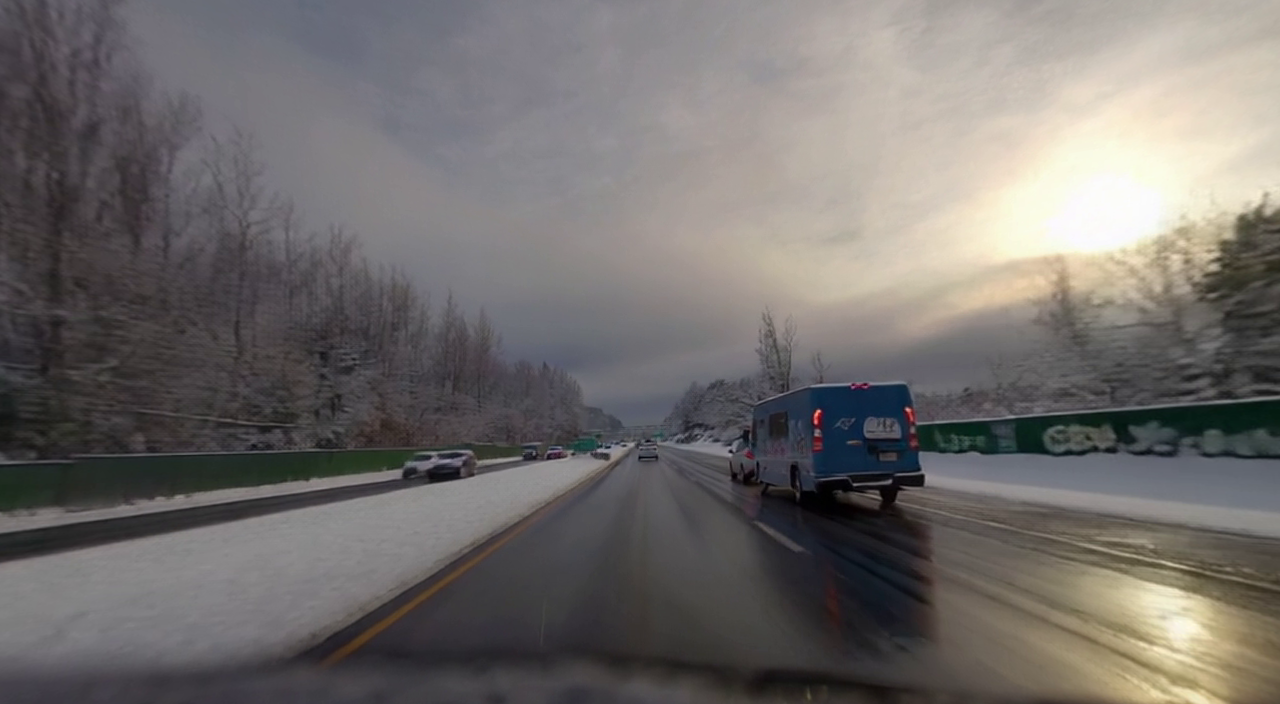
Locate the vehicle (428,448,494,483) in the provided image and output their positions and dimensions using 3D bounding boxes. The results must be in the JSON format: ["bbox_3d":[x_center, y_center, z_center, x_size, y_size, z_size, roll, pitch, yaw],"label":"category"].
[{"bbox_3d":[-8.534,5.439,30.353,1.900,1.519,3.886,-1,-8,2],"label":"vehicle"}]

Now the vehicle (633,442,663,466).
[{"bbox_3d":[0.576,7.222,44.632,2.030,1.572,4.067,0,-8,0],"label":"vehicle"}]

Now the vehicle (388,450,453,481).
[{"bbox_3d":[-12.631,6.555,36.566,2.013,1.623,4.727,-1,-8,1],"label":"vehicle"}]

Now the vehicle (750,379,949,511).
[{"bbox_3d":[4.856,2.392,16.316,2.712,2.659,6.992,0,-8,0],"label":"vehicle"}]
